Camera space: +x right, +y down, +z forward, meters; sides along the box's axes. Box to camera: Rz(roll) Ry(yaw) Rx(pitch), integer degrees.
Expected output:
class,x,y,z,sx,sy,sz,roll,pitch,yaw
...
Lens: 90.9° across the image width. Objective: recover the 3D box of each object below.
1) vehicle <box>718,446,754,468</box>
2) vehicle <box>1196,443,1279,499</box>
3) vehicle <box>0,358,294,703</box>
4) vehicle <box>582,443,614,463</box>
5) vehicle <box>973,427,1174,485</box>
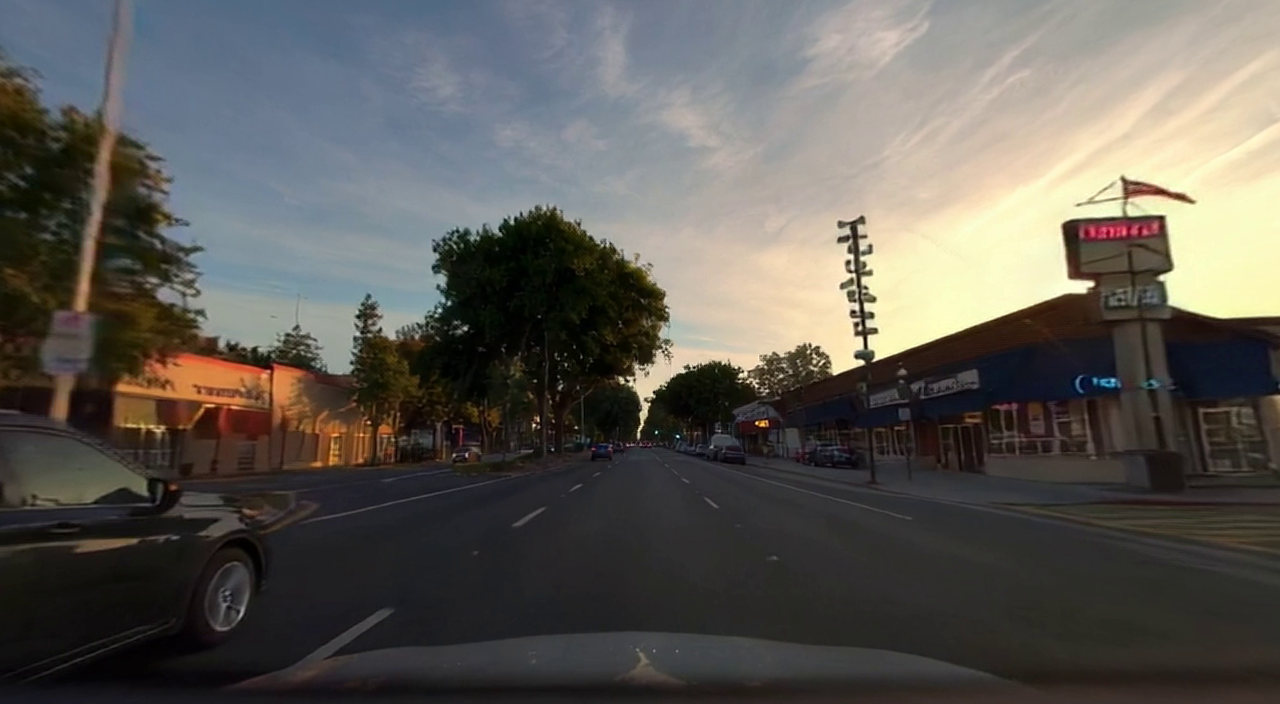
class,x,y,z,sx,sy,sz,roll,pitch,yaw
vehicle,6.796,7.470,44.960,1.888,1.425,4.547,0,-8,0
vehicle,20.512,3.935,21.332,2.102,1.673,4.947,-8,-12,44
vehicle,-3.525,0.853,2.520,1.983,1.635,3.957,0,-8,0
vehicle,-3.094,7.520,47.126,2.005,1.446,4.265,0,-8,1
vehicle,15.820,3.734,23.396,1.691,1.670,5.790,0,-4,-39
